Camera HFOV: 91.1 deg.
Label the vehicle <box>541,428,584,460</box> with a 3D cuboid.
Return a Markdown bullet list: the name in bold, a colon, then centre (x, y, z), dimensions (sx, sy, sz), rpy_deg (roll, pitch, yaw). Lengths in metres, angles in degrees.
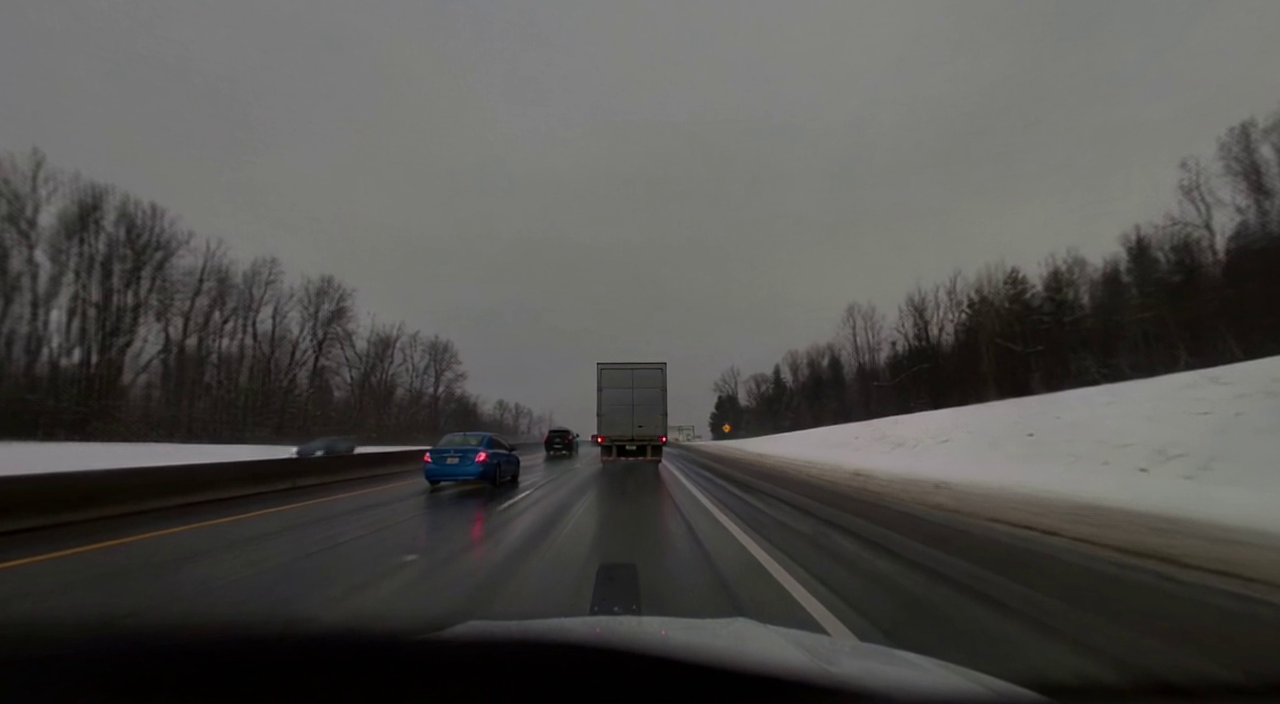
- **vehicle**: centre (-4.634, 5.566, 38.184), dimensions (2.019, 1.834, 4.644), rpy_deg (0, -8, 0)

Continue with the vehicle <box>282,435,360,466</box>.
- **vehicle**: centre (-17.934, 5.548, 35.623), dimensions (1.992, 1.643, 4.609), rpy_deg (0, -8, 0)

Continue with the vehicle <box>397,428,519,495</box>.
- **vehicle**: centre (-4.632, 2.828, 16.768), dimensions (1.931, 1.539, 4.441), rpy_deg (0, -8, 0)

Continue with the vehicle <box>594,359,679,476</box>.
- **vehicle**: centre (-0.249, 2.928, 26.895), dimensions (2.953, 4.041, 10.072), rpy_deg (0, -8, -2)
